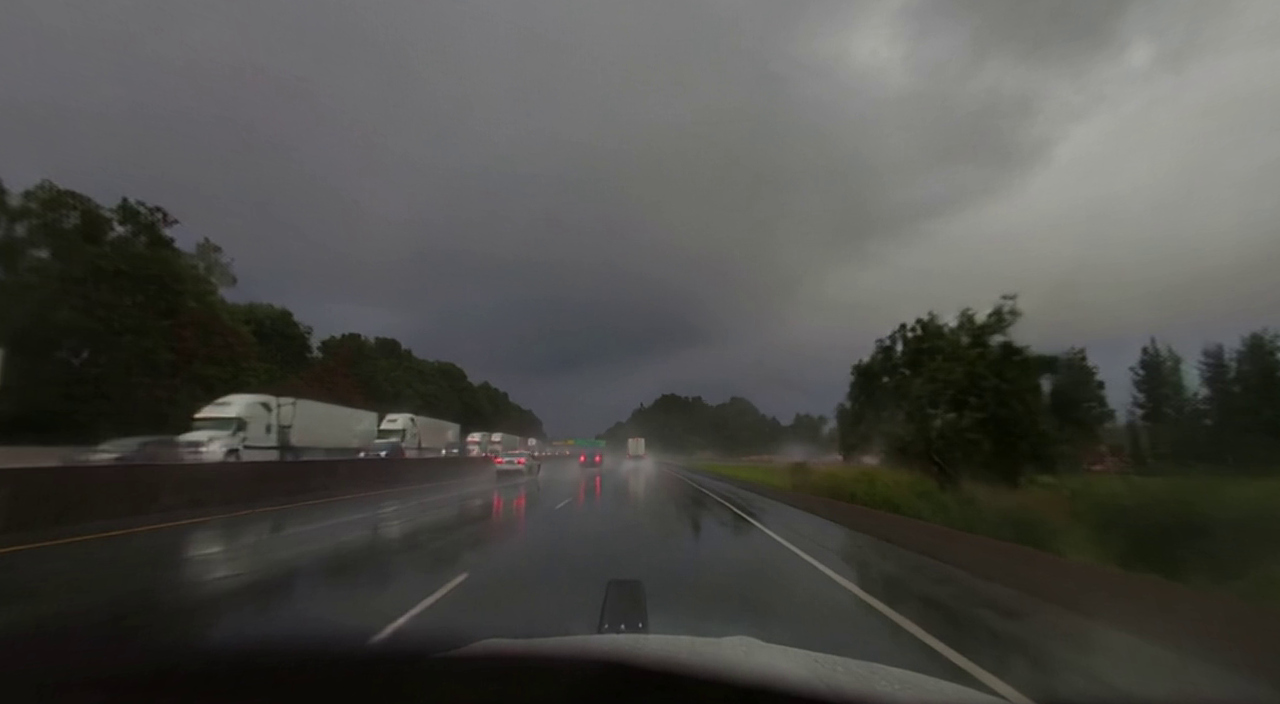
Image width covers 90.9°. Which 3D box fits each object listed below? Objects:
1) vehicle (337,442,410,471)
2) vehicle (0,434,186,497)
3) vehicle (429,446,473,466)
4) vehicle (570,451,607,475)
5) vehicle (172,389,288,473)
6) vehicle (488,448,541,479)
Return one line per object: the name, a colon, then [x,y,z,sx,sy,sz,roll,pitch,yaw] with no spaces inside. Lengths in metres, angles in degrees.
vehicle: [-14.137,5.551,33.713,1.956,1.433,4.339,0,-9,0]
vehicle: [-14.577,2.943,16.626,1.888,1.426,4.428,0,-9,0]
vehicle: [-14.503,7.976,48.525,2.014,1.444,4.352,0,-9,0]
vehicle: [-3.370,7.357,41.983,2.076,1.453,4.094,0,-9,1]
vehicle: [-18.982,3.729,29.426,2.954,3.700,3.302,0,-9,0]
vehicle: [-7.321,6.551,37.395,2.122,1.685,4.714,0,-9,1]
